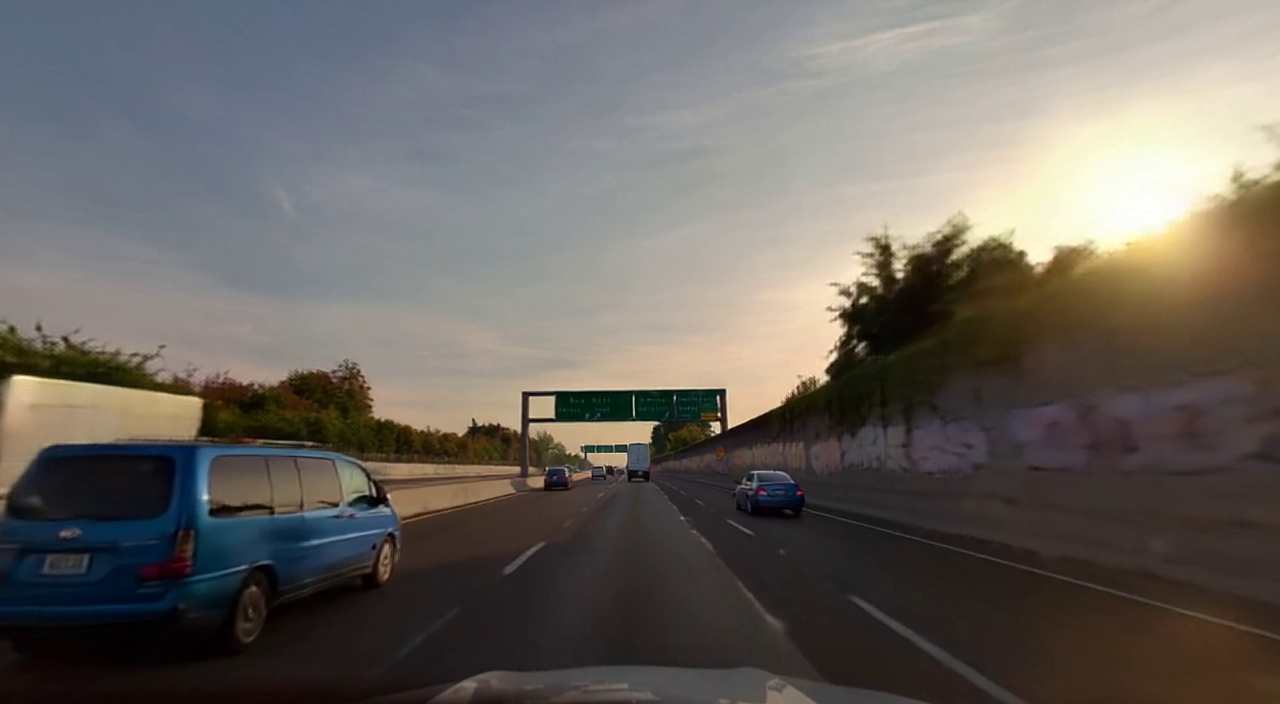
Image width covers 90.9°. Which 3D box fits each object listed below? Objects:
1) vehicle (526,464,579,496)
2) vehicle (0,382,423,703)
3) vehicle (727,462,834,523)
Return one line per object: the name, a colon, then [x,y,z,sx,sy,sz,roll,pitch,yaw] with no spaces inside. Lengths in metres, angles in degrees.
vehicle: [-4.248,6.275,31.144,2.054,1.443,4.131,1,-10,-1]
vehicle: [-3.491,1.322,4.822,2.004,1.610,4.508,1,-10,0]
vehicle: [3.758,3.866,17.686,1.917,1.458,4.199,1,-10,-2]
